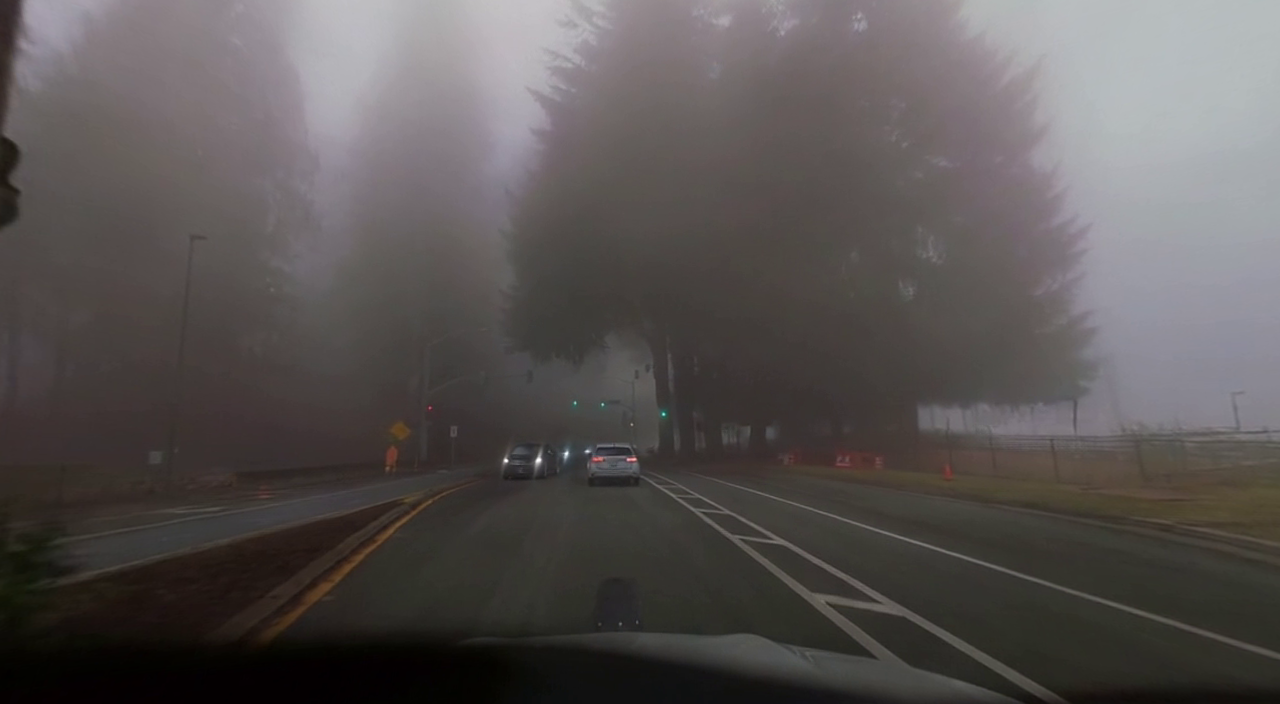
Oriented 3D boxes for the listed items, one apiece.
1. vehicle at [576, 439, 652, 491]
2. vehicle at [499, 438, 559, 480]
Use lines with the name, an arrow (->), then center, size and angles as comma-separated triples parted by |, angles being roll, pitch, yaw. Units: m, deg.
vehicle -> -0.948, 3.685, 21.064 | 2.266, 1.508, 4.430 | 0, -8, -5
vehicle -> -4.770, 4.650, 27.693 | 2.077, 1.665, 4.206 | 0, -8, -3
